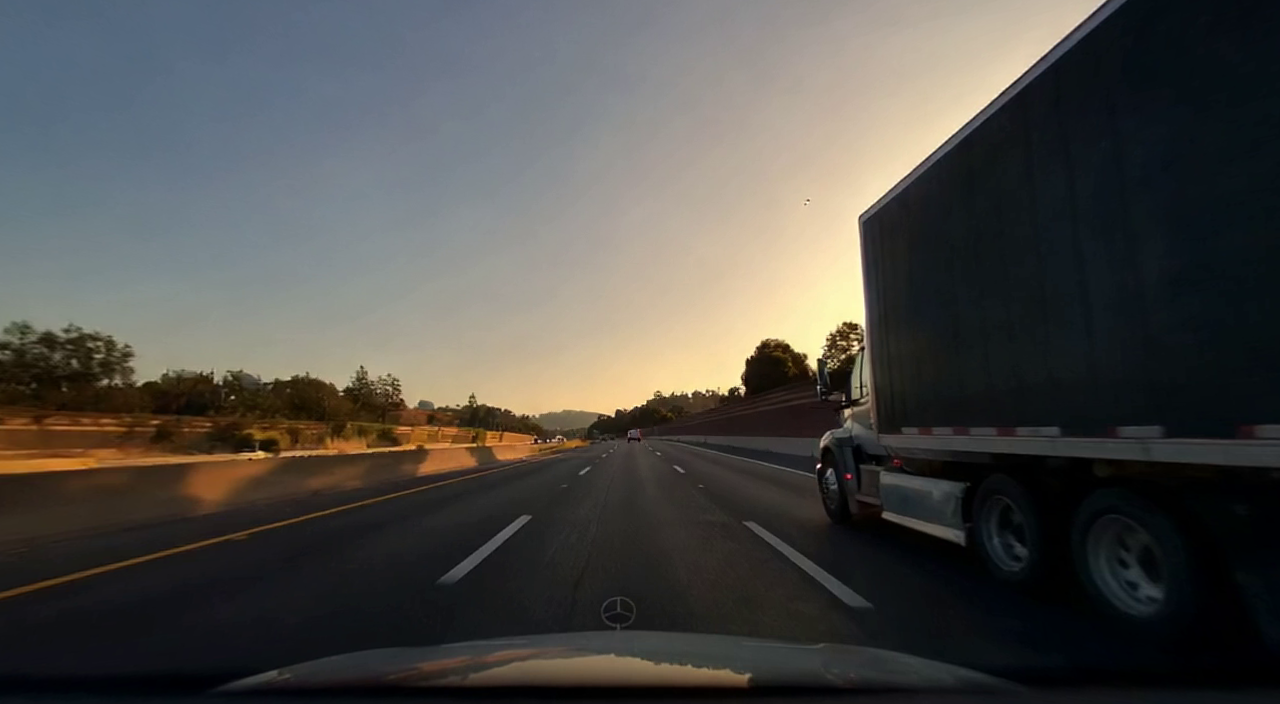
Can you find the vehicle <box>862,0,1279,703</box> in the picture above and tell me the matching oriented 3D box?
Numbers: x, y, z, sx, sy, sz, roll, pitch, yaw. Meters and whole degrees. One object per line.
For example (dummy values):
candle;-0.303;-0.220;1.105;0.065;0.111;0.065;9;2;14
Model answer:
vehicle;4.449;-0.302;2.164;2.996;3.849;11.108;0;-8;-2
